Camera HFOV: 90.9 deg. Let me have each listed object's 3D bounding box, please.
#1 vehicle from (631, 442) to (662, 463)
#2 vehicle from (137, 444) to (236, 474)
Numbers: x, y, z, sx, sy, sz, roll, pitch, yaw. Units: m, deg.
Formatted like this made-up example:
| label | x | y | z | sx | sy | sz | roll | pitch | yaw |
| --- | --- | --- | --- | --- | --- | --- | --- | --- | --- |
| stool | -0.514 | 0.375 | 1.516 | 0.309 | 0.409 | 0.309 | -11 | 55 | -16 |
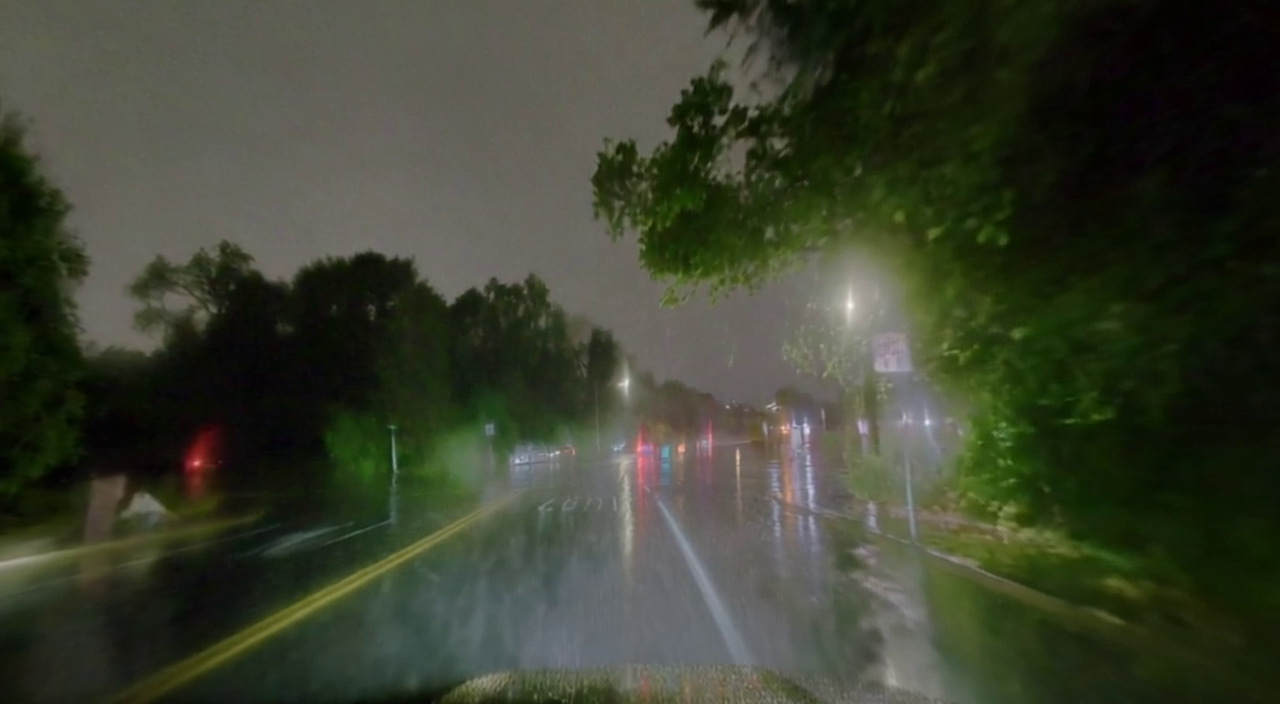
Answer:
| label | x | y | z | sx | sy | sz | roll | pitch | yaw |
| --- | --- | --- | --- | --- | --- | --- | --- | --- | --- |
| vehicle | 0.421 | 7.410 | 46.580 | 2.051 | 1.461 | 4.100 | 0 | -8 | -3 |
| vehicle | -28.782 | 6.760 | 40.061 | 4.986 | 1.796 | 2.066 | -2 | -8 | 10 |
